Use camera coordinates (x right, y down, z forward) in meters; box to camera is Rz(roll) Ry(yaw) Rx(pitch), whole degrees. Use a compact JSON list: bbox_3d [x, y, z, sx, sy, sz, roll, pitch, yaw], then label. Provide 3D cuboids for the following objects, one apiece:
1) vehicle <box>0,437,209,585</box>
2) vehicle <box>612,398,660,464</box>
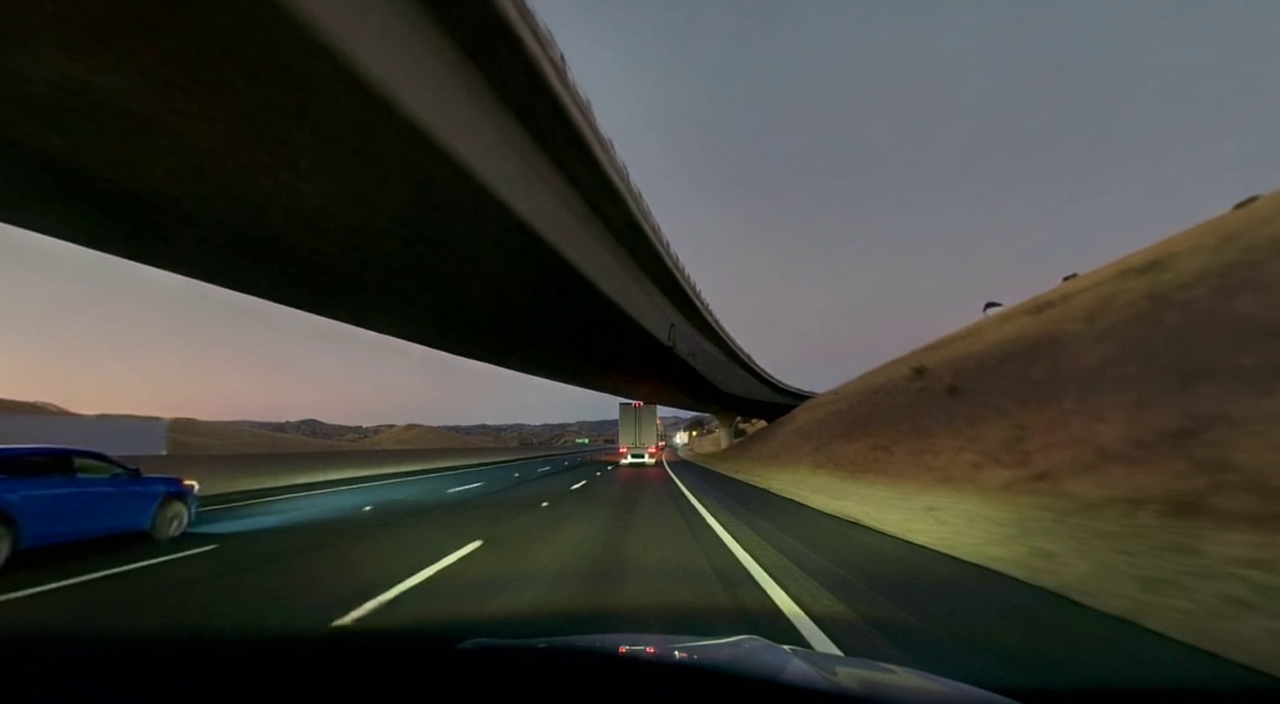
[{"bbox_3d":[-7.574,1.738,7.159,2.078,1.496,4.563,0,-8,1],"label":"vehicle"},{"bbox_3d":[-0.202,5.611,43.956,2.866,4.014,11.261,0,-8,0],"label":"vehicle"}]
